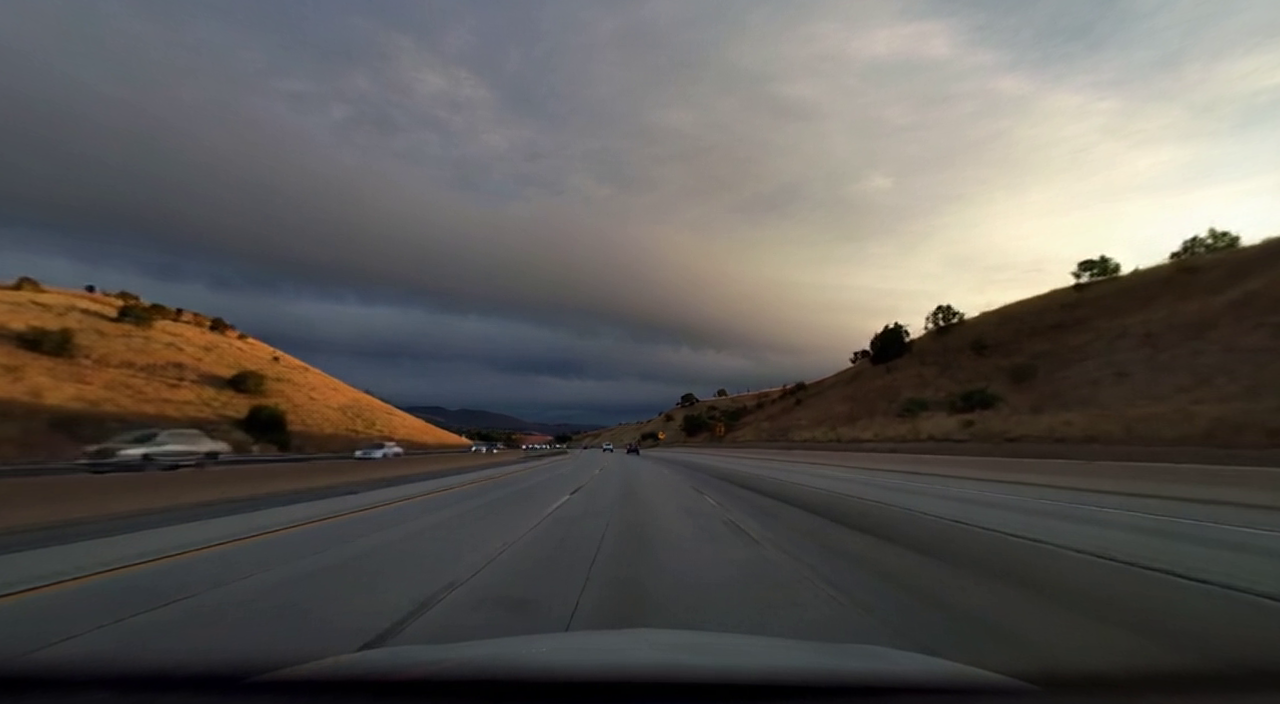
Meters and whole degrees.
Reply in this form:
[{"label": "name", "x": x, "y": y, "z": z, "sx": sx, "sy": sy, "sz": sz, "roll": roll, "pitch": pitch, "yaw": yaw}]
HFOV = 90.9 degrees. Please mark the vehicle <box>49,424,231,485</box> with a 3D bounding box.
[{"label": "vehicle", "x": -18.695, "y": 3.873, "z": 24.134, "sx": 2.244, "sy": 2.010, "sz": 5.768, "roll": 0, "pitch": -8, "yaw": 0}]
